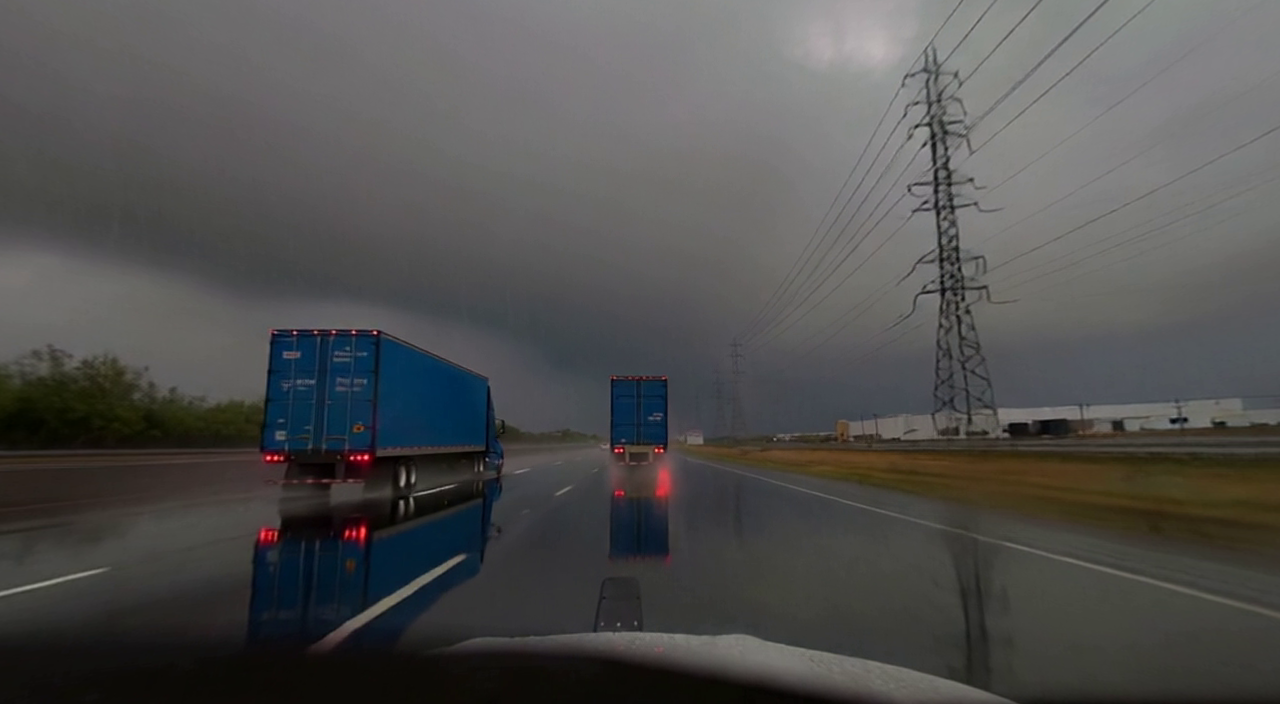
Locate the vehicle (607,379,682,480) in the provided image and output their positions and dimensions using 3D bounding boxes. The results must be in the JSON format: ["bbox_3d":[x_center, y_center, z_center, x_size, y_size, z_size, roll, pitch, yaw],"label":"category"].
[{"bbox_3d":[0.117,3.707,29.386,2.858,3.847,10.034,0,-9,-1],"label":"vehicle"}]

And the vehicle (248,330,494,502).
[{"bbox_3d":[-7.502,2.281,20.253,2.937,3.981,11.119,0,-9,0],"label":"vehicle"}]
